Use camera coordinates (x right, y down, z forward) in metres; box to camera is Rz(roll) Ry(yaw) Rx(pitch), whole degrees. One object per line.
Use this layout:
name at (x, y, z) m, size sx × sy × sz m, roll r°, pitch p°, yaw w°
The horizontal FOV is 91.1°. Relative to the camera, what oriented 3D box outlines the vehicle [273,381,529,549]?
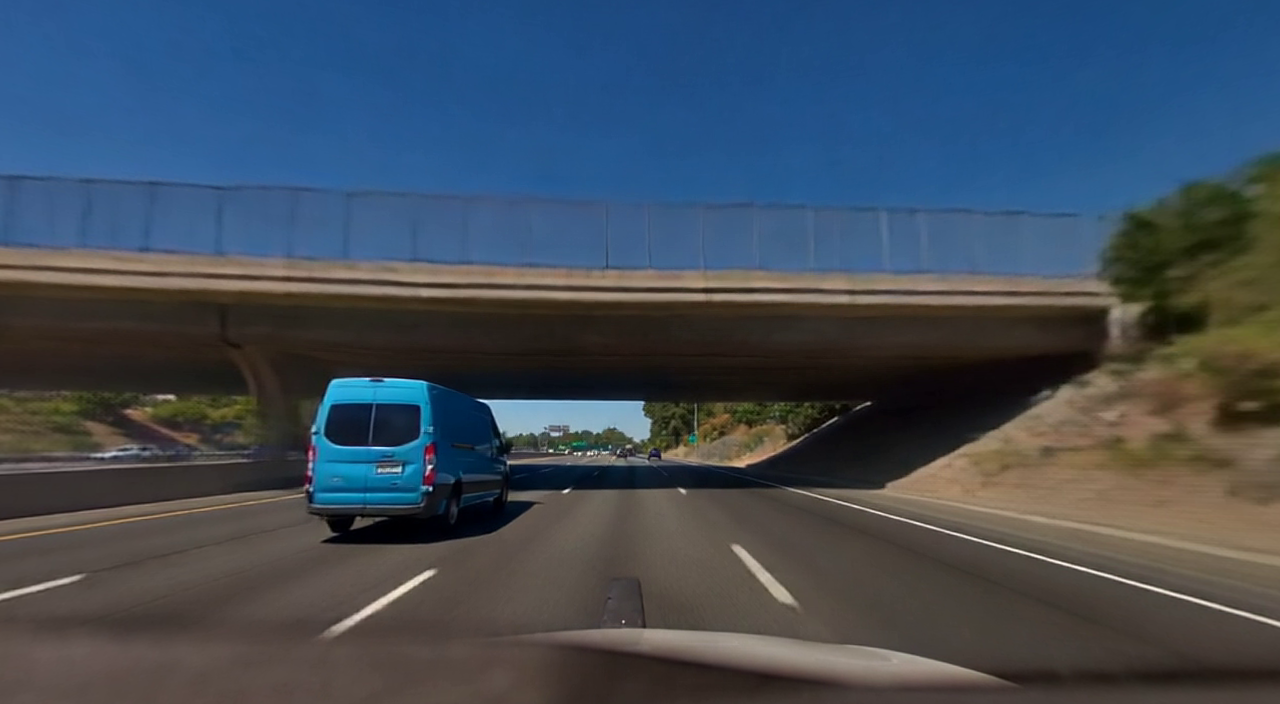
vehicle at (-3.698, 1.925, 11.227) m, size 2.372 × 2.248 × 5.393 m, roll 0°, pitch -9°, yaw 1°
